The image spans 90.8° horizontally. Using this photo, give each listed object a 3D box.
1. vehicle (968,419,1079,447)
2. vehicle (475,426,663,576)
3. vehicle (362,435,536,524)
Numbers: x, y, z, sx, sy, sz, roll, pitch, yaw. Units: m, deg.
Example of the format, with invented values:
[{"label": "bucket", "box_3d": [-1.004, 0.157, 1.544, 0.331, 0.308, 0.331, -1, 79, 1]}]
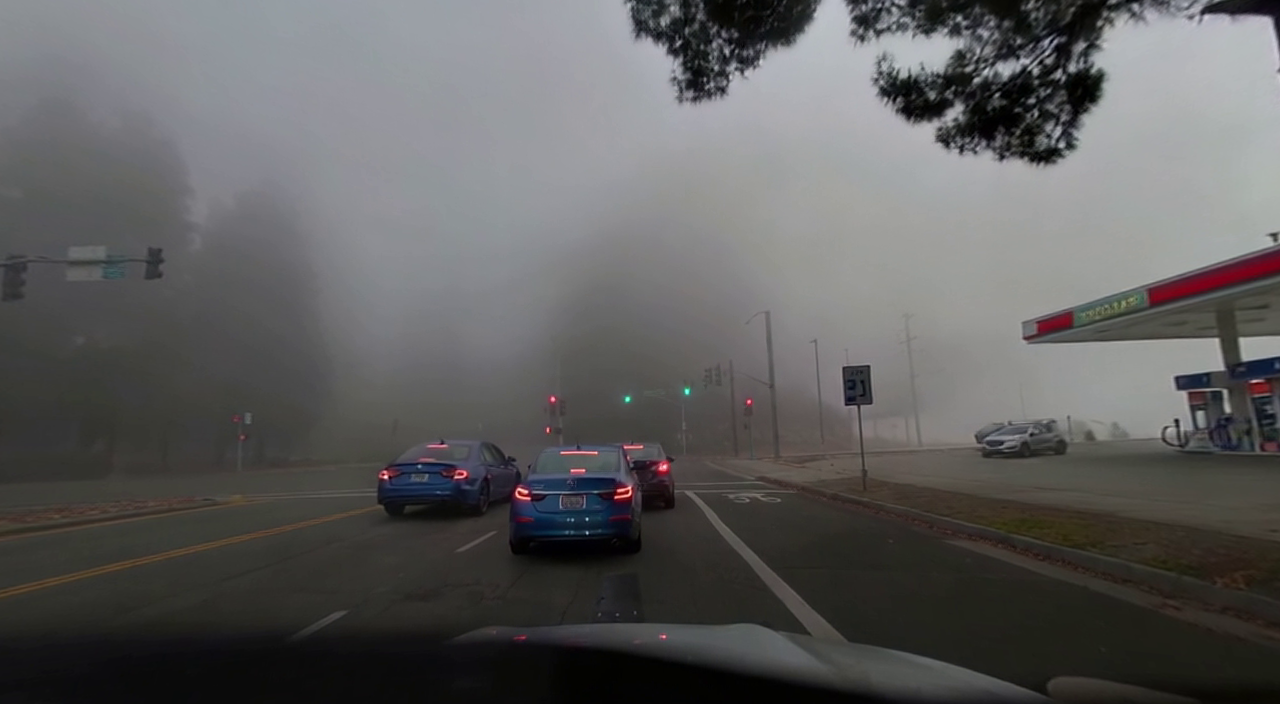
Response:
[{"label": "vehicle", "box_3d": [21.412, 4.554, 35.408, 4.874, 1.502, 2.048, 0, -8, 0]}, {"label": "vehicle", "box_3d": [-0.650, 1.857, 8.738, 1.916, 1.510, 4.447, 0, -8, 2]}, {"label": "vehicle", "box_3d": [-3.689, 2.552, 13.275, 1.995, 1.506, 4.773, 0, -8, 2]}]
